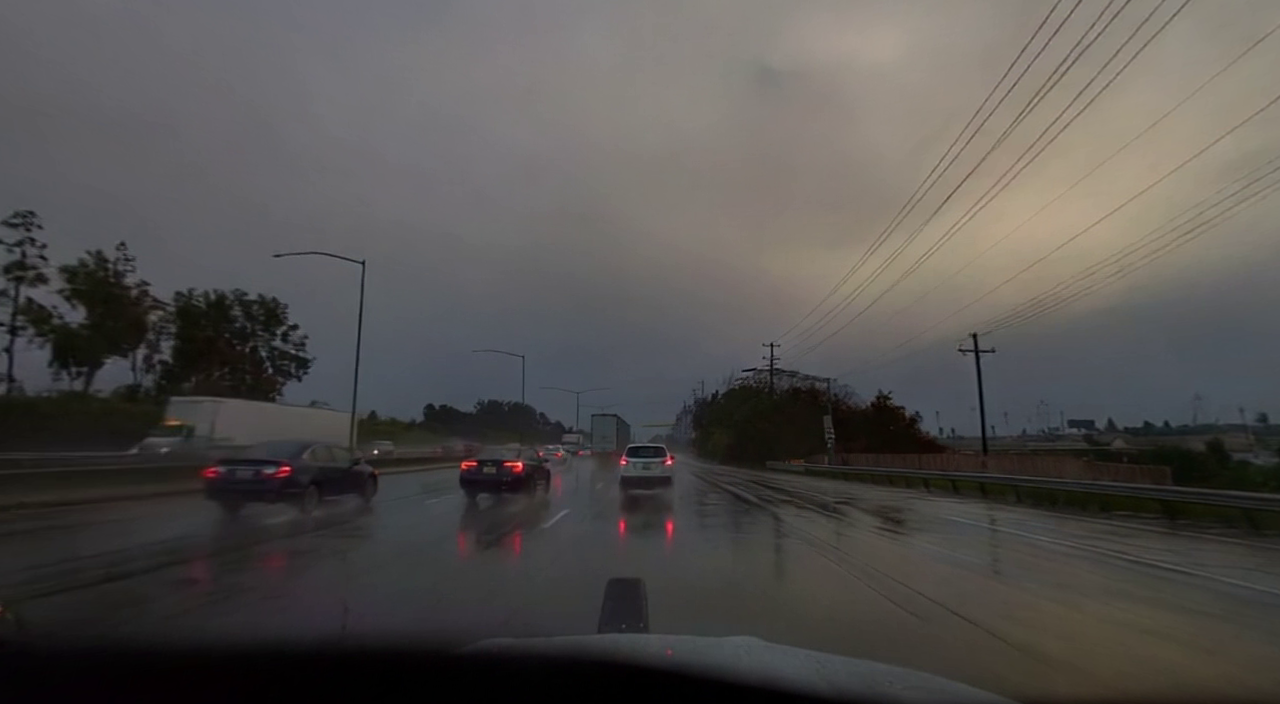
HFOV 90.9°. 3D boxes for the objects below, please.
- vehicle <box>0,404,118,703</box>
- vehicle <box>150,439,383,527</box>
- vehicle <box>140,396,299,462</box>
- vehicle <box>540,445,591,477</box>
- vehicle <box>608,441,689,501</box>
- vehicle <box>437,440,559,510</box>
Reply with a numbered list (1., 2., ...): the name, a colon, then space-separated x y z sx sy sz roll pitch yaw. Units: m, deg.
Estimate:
1. vehicle: -3.712 0.735 1.063 1.883 1.500 4.373 0 -9 0
2. vehicle: -7.145 2.519 12.783 1.867 1.445 4.499 0 -9 2
3. vehicle: -27.860 5.377 42.864 3.150 3.842 11.127 0 -9 0
4. vehicle: -3.516 5.222 30.442 2.013 1.437 3.801 0 -9 0
5. vehicle: 0.156 3.327 18.096 2.018 1.470 4.491 0 -9 -2
6. vehicle: -3.252 2.905 15.358 1.912 1.464 4.115 0 -9 1
